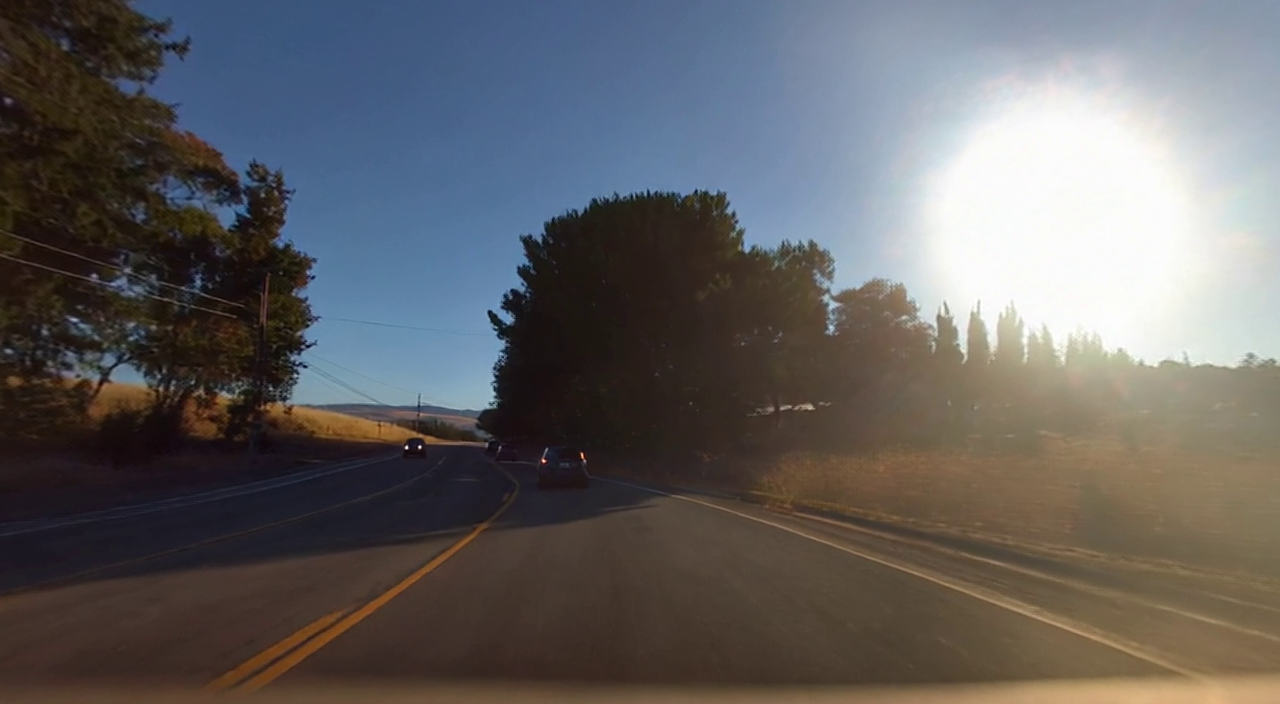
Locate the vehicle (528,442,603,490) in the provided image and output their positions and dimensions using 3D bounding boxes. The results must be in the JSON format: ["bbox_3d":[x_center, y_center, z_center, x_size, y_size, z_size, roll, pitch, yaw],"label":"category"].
[{"bbox_3d":[-2.735,3.979,22.350,2.296,1.510,4.068,2,-9,-11],"label":"vehicle"}]

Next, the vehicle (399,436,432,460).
[{"bbox_3d":[-16.490,7.066,46.364,1.894,1.621,3.900,2,-9,-14],"label":"vehicle"}]
